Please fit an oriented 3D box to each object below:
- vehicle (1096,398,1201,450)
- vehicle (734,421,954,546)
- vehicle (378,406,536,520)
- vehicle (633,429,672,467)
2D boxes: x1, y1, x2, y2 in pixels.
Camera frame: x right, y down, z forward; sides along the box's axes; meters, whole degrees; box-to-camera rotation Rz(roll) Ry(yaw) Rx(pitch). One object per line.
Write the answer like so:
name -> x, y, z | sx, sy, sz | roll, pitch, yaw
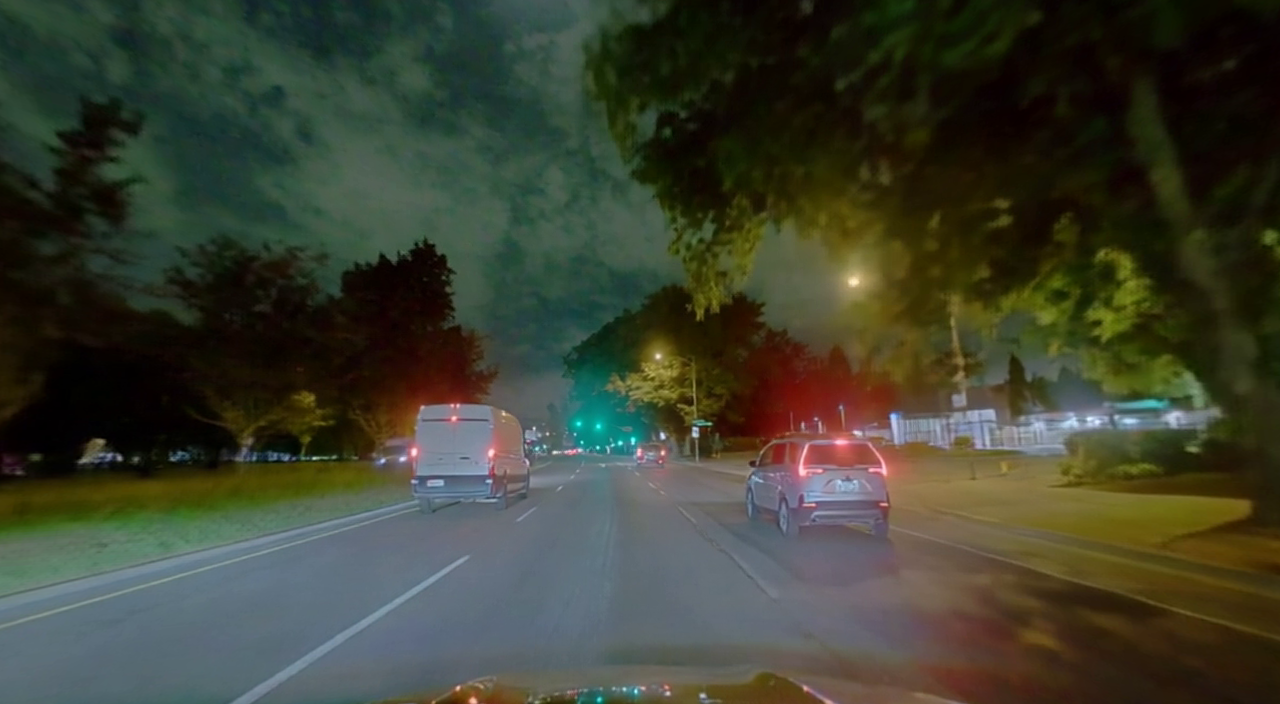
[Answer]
vehicle -> 38.642, 5.602, 47.815 | 10.876, 3.559, 3.014 | 6, -11, -35
vehicle -> 3.091, 2.113, 10.839 | 2.087, 1.658, 4.612 | 0, -9, -2
vehicle -> -3.976, 2.524, 14.787 | 2.420, 2.227, 4.499 | 0, -9, -1
vehicle -> 0.841, 7.090, 46.610 | 2.397, 2.566, 5.324 | 1, -9, -5
